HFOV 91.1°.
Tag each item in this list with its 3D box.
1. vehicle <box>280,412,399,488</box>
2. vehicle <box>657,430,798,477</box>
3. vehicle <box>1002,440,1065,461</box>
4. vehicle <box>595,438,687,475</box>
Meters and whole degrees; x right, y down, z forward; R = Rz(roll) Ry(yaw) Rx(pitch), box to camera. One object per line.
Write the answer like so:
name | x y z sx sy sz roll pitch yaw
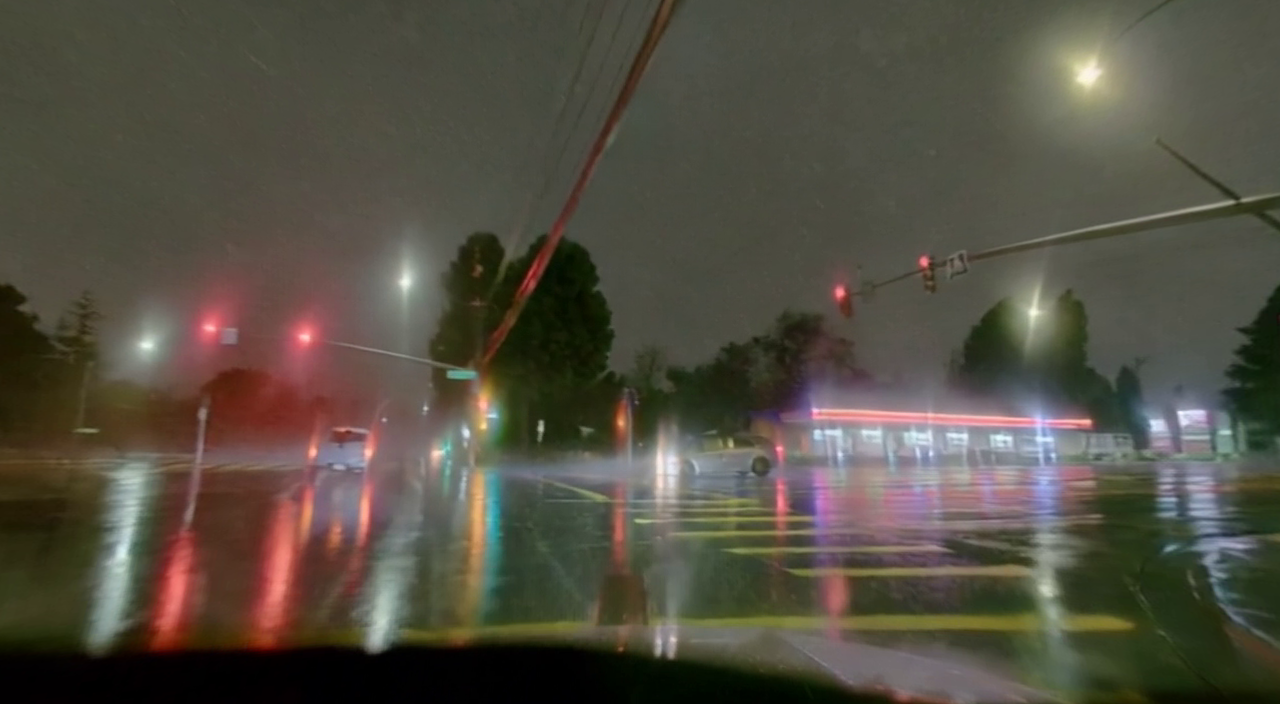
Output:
vehicle | -8.459 2.835 18.192 2.300 1.868 4.690 3 -9 -16
vehicle | 3.407 3.972 24.729 5.149 1.725 1.964 3 -8 -17
vehicle | 28.461 7.106 45.372 3.805 1.451 1.641 3 -9 -15
vehicle | -0.003 4.792 28.791 3.990 1.548 1.780 2 -9 -9
